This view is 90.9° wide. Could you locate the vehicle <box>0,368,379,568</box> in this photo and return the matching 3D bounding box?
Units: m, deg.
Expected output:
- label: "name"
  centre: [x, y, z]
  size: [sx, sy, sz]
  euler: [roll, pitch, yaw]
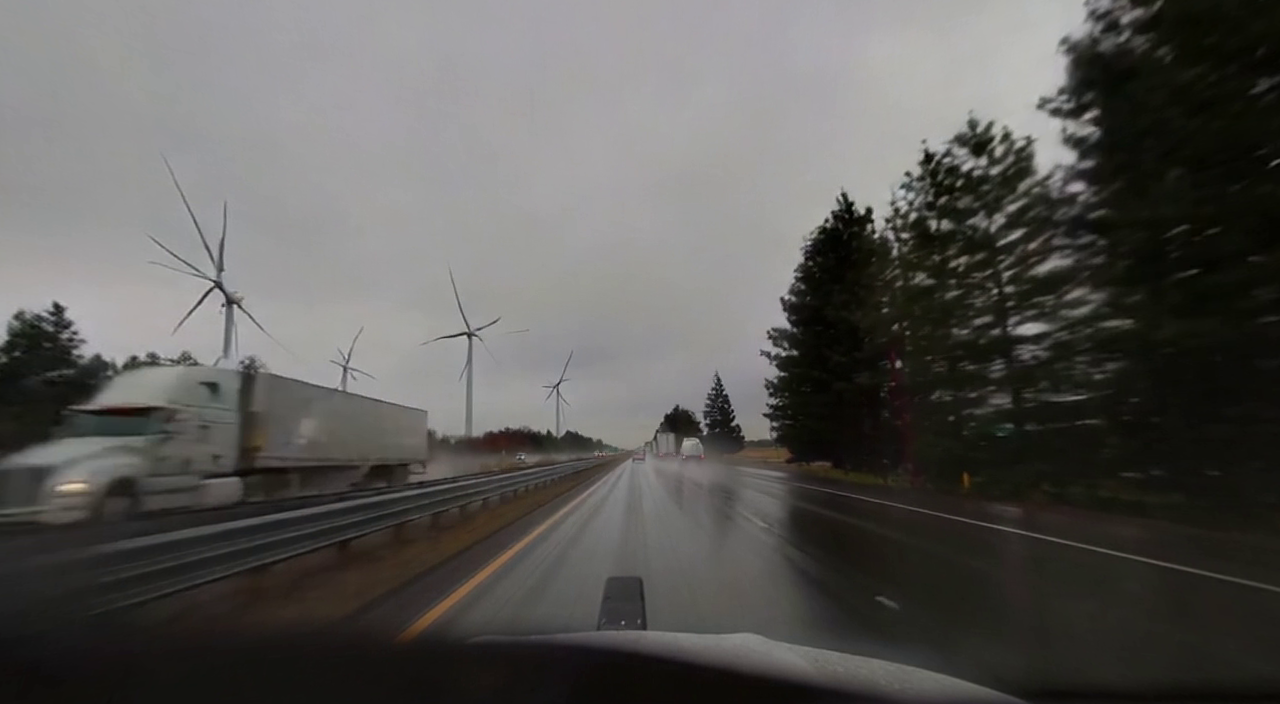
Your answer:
- label: "vehicle"
  centre: [-8.193, 2.205, 12.583]
  size: [2.700, 2.772, 7.443]
  euler: [0, -9, 0]
